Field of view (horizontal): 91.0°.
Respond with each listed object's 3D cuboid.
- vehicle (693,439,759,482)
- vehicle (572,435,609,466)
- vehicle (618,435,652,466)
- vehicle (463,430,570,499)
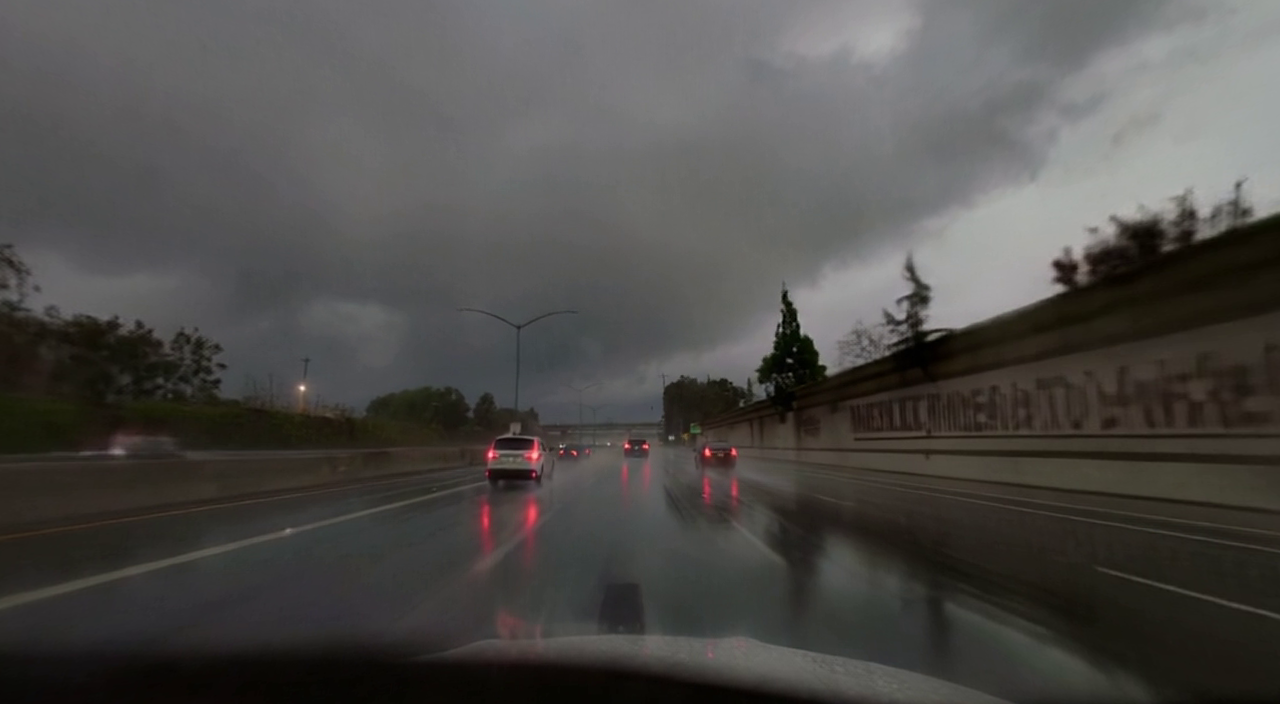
[{"bbox_3d":[3.689,4.767,27.962,2.224,1.752,4.487,0,-9,-1],"label":"vehicle"},{"bbox_3d":[-3.589,7.320,46.864,2.378,2.214,4.352,0,-9,0],"label":"vehicle"},{"bbox_3d":[-0.347,7.566,48.589,2.485,2.215,5.199,0,-9,1],"label":"vehicle"},{"bbox_3d":[-3.627,3.425,19.696,2.184,1.819,5.441,0,-9,1],"label":"vehicle"}]
